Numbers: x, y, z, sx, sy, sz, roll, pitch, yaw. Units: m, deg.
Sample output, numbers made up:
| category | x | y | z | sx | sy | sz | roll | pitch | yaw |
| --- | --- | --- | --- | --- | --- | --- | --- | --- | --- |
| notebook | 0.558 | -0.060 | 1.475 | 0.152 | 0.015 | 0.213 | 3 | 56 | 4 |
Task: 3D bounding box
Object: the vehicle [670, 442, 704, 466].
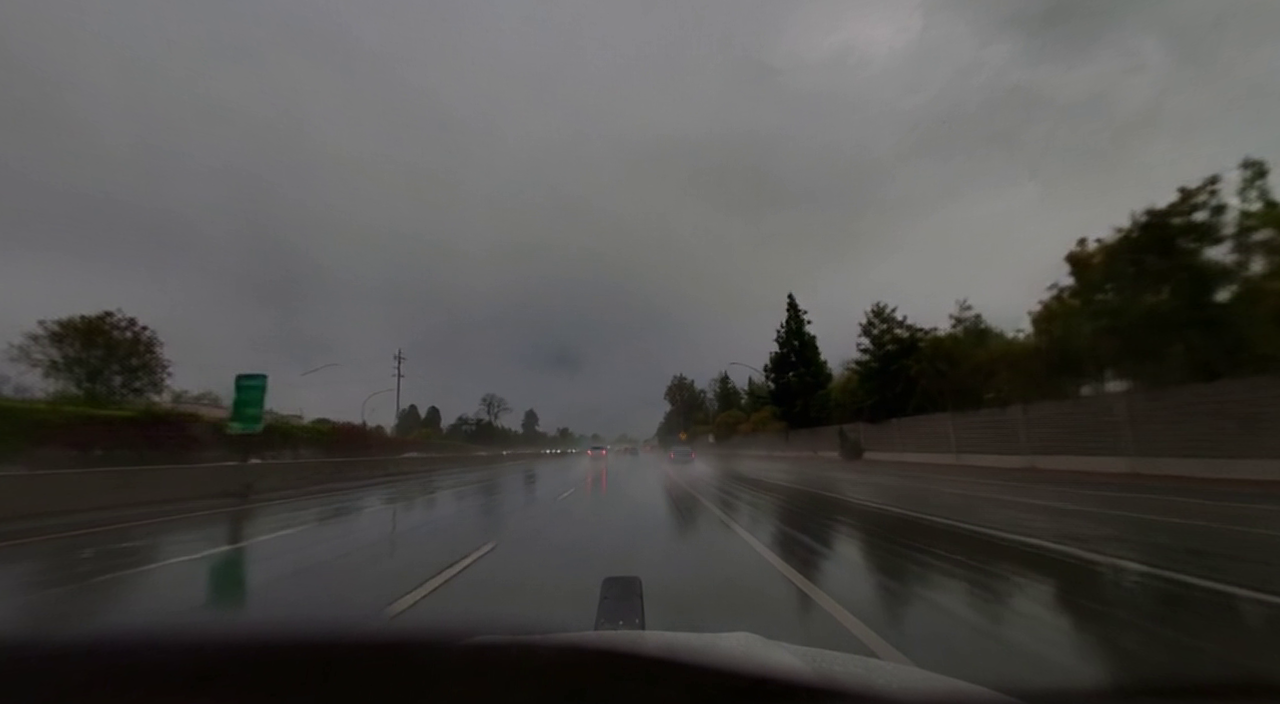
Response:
| category | x | y | z | sx | sy | sz | roll | pitch | yaw |
| --- | --- | --- | --- | --- | --- | --- | --- | --- | --- |
| vehicle | 3.411 | 7.553 | 46.975 | 2.130 | 1.677 | 4.317 | 0 | -9 | -1 |
